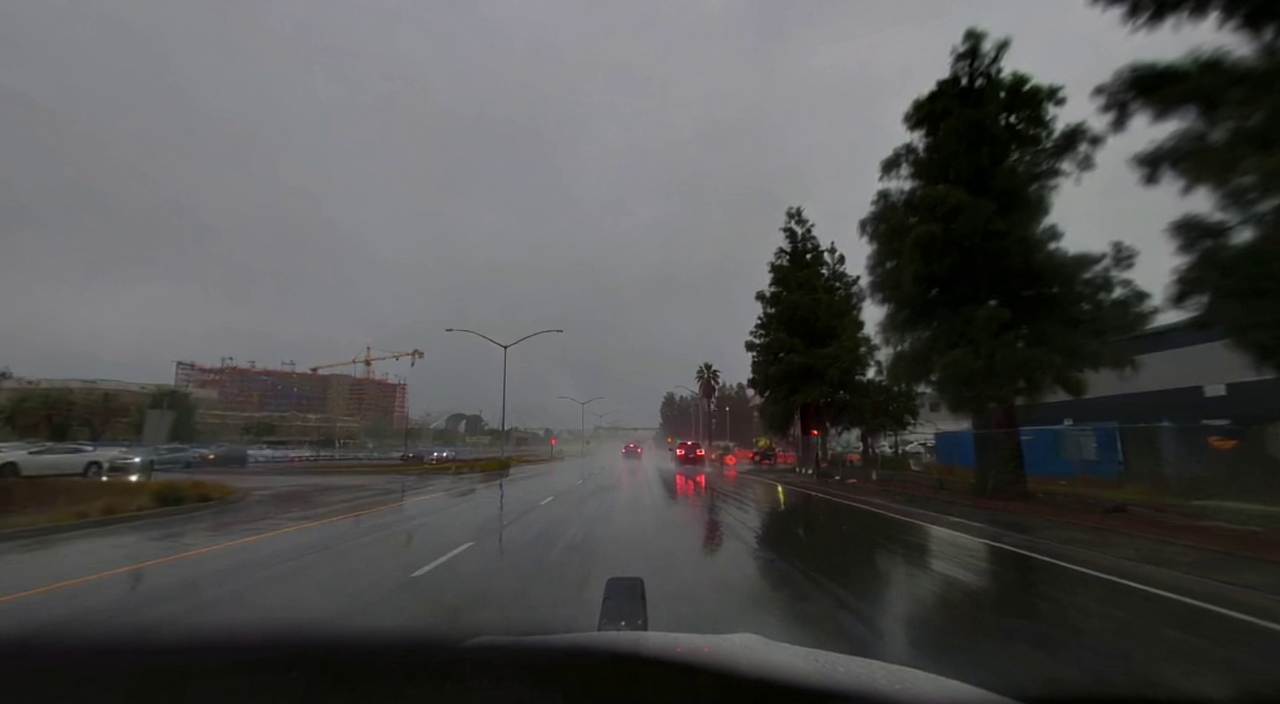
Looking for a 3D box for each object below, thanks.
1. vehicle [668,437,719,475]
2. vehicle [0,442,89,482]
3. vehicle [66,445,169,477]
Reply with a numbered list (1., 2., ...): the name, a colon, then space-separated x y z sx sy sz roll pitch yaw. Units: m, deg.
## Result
1. vehicle: 2.929 5.847 35.716 2.386 1.970 5.665 0 -8 0
2. vehicle: -25.390 4.390 25.188 4.663 1.501 1.909 6 -10 -37
3. vehicle: -27.339 5.693 33.037 1.939 1.500 4.057 1 -8 -1
